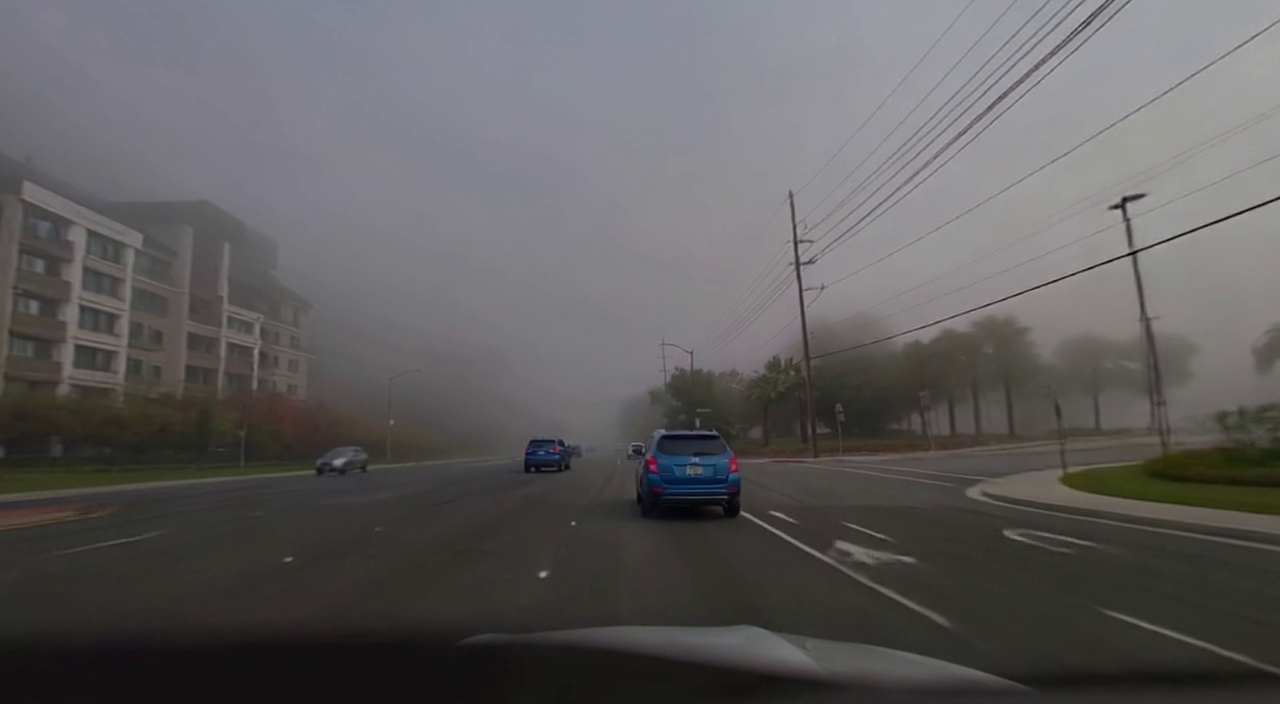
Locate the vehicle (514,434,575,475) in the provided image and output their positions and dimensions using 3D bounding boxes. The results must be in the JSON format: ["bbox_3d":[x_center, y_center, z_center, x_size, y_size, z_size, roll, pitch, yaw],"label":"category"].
[{"bbox_3d":[-4.468,4.898,30.260,2.169,1.796,4.821,0,-9,0],"label":"vehicle"}]

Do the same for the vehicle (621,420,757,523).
[{"bbox_3d":[0.766,2.323,12.714,2.198,1.706,4.166,0,-9,-3],"label":"vehicle"}]

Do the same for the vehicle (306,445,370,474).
[{"bbox_3d":[-19.980,7.093,41.919,2.054,1.765,4.700,0,-9,-2],"label":"vehicle"}]
